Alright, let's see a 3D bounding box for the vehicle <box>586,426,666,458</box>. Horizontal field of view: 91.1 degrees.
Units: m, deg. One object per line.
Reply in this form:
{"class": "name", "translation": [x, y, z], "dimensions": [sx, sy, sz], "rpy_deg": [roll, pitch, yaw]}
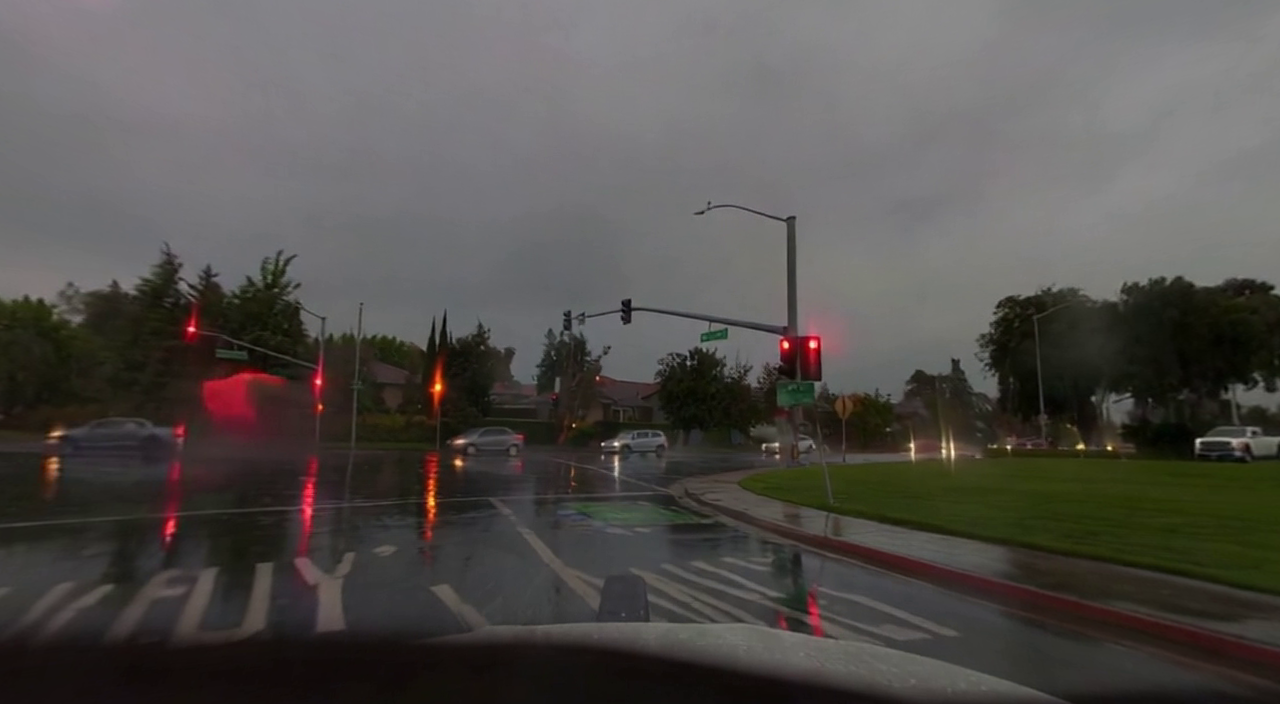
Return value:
{"class": "vehicle", "translation": [-0.708, 4.903, 34.244], "dimensions": [4.135, 1.633, 1.990], "rpy_deg": [8, -12, -44]}

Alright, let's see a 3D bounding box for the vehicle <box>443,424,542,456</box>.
{"class": "vehicle", "translation": [-7.776, 4.676, 33.295], "dimensions": [4.649, 1.585, 1.965], "rpy_deg": [7, -11, -38]}

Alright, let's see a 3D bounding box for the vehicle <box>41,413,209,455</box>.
{"class": "vehicle", "translation": [-19.576, 3.175, 24.119], "dimensions": [4.740, 1.462, 1.828], "rpy_deg": [7, -11, -39]}

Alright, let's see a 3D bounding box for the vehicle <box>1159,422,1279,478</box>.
{"class": "vehicle", "translation": [26.227, 4.158, 26.698], "dimensions": [2.437, 2.249, 5.939], "rpy_deg": [8, -12, -44]}

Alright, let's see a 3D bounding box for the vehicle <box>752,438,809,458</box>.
{"class": "vehicle", "translation": [11.007, 7.502, 49.009], "dimensions": [4.481, 1.487, 1.847], "rpy_deg": [7, -11, -38]}
